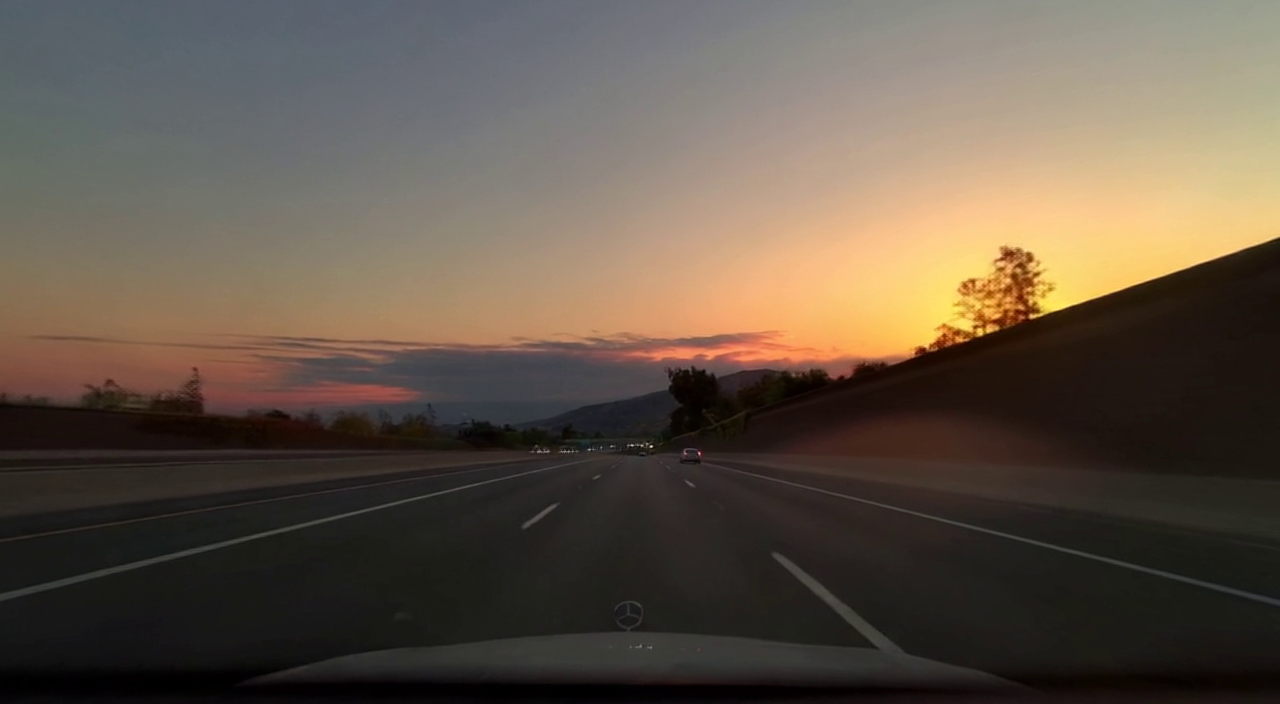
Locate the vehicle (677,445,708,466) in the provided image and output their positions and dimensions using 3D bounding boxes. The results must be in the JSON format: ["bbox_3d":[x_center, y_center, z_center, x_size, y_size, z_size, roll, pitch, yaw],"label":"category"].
[{"bbox_3d":[4.045,8.029,48.997,2.003,1.520,4.058,0,-8,0],"label":"vehicle"}]
